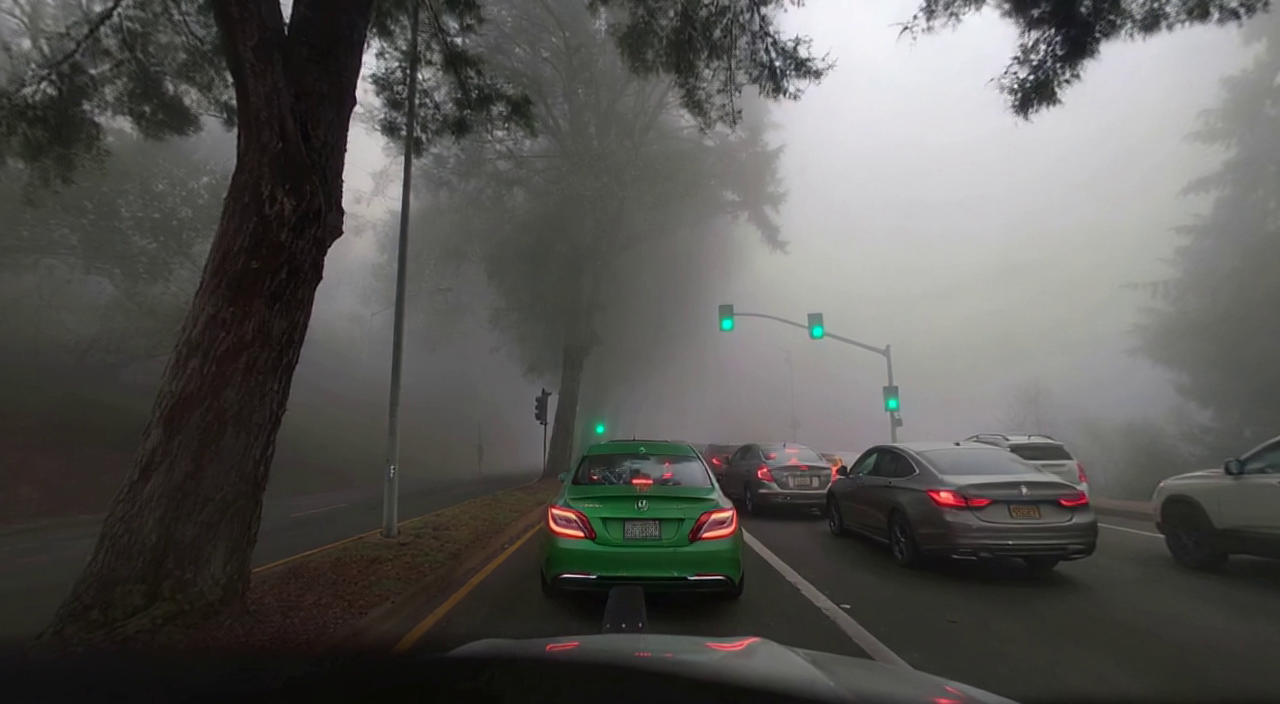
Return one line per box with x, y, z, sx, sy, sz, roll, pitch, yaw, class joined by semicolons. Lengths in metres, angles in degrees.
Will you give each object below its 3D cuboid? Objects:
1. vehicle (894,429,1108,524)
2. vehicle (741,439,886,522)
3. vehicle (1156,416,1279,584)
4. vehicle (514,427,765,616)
7.027;2.459;12.903;1.923;1.611;4.094;0;-9;0;vehicle
3.541;2.714;13.816;1.934;1.494;4.446;0;-9;0;vehicle
6.940;1.336;5.579;1.783;1.572;3.421;0;-9;1;vehicle
0.014;1.682;7.099;2.015;1.502;3.898;0;-9;1;vehicle
